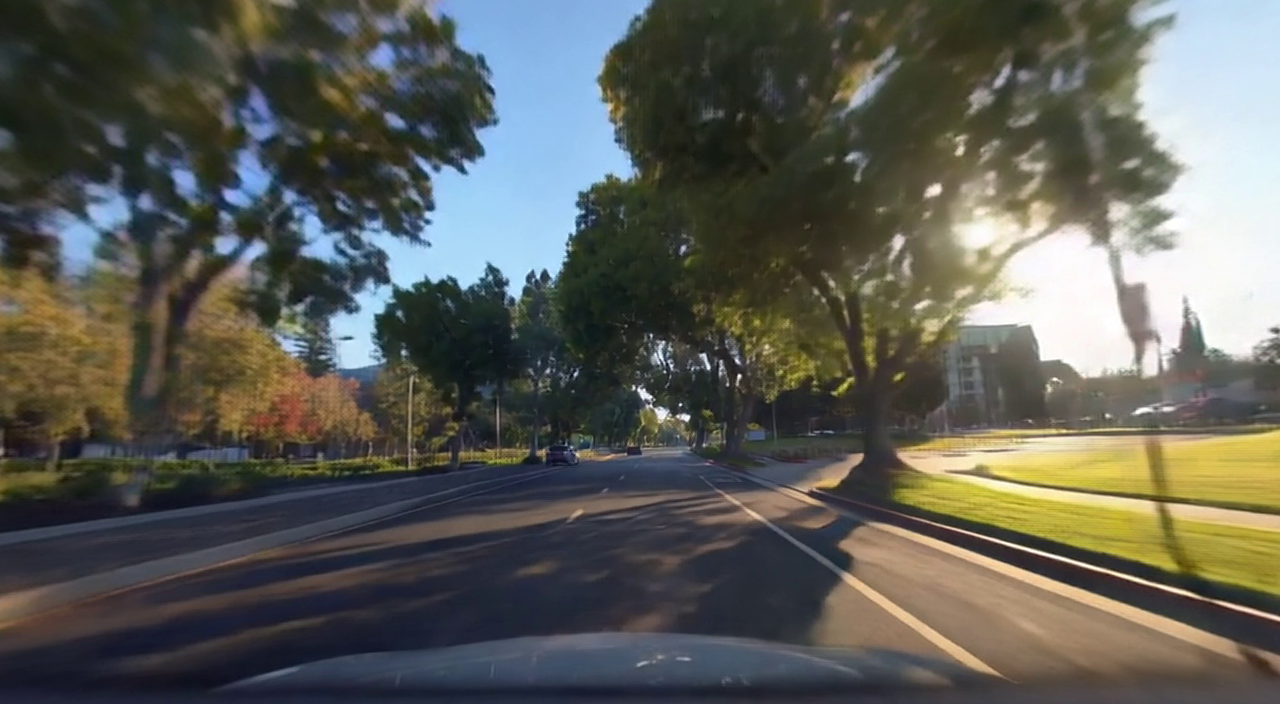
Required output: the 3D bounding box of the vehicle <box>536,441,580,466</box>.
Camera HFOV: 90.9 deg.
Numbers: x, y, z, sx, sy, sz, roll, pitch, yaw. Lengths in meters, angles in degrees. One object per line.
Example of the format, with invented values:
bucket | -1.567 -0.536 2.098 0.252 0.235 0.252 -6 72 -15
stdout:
vehicle | -5.182 6.483 40.536 1.945 1.461 4.605 -1 -8 4
